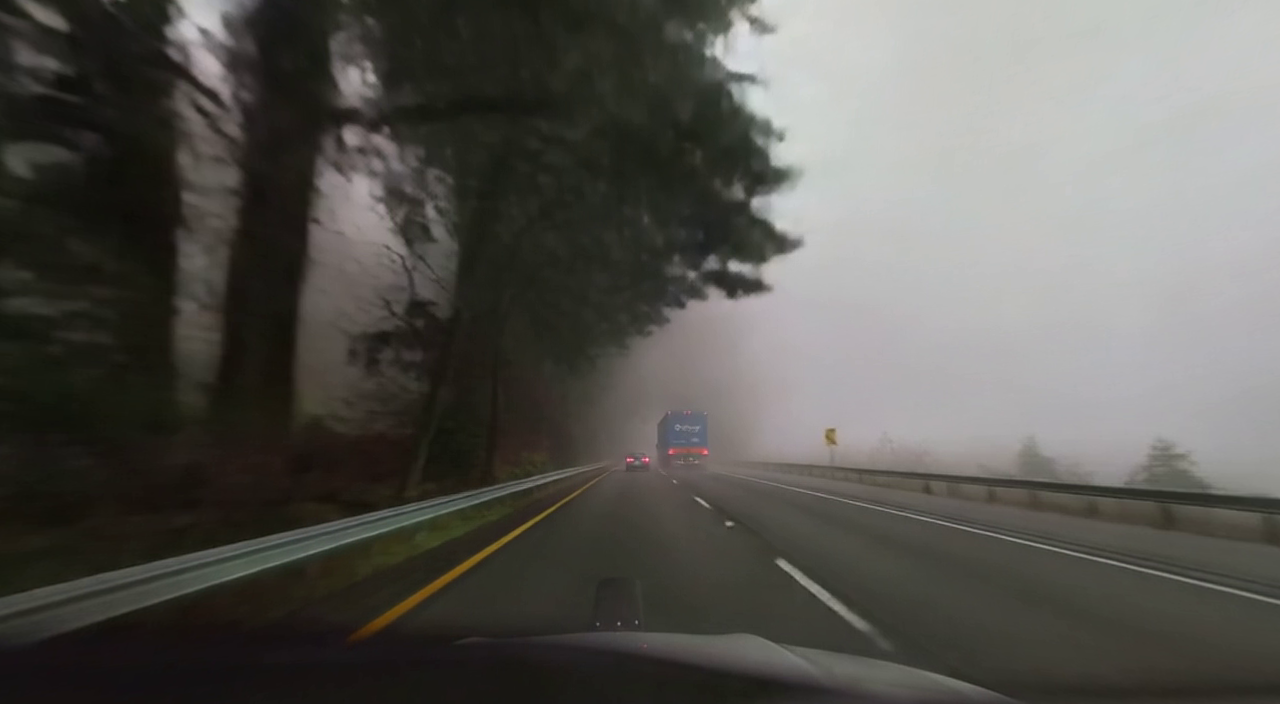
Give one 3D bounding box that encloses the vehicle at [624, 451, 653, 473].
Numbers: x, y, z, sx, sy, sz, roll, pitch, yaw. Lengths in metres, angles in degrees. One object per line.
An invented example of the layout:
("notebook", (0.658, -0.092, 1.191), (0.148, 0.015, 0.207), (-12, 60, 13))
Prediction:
("vehicle", (-0.078, 8.033, 46.127), (2.057, 1.528, 3.958), (-1, -9, 0))
